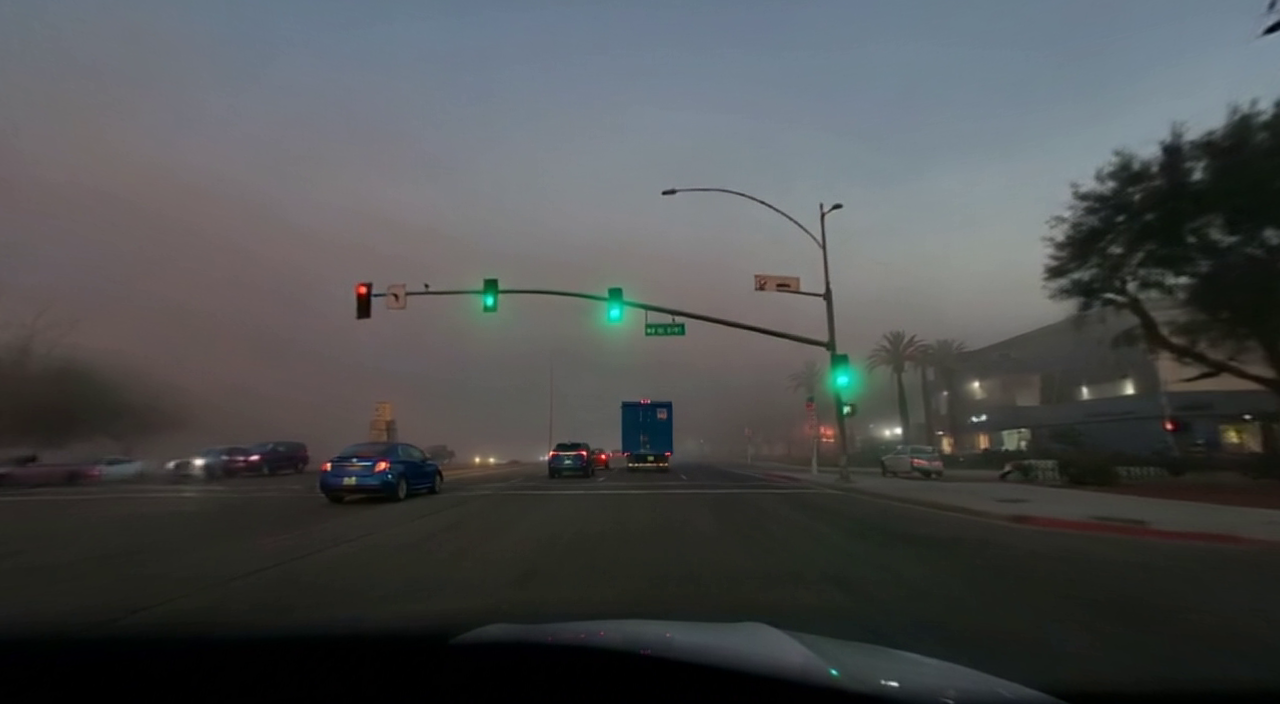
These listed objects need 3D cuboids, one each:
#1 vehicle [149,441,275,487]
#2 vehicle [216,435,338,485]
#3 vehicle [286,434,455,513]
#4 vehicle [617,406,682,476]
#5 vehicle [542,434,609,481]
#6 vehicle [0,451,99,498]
[{"bbox_3d":[-17.784,4.647,26.446,2.004,1.733,4.599,0,-9,0],"label":"vehicle"},{"bbox_3d":[-14.630,4.460,25.723,2.040,1.745,4.899,-3,-11,1],"label":"vehicle"},{"bbox_3d":[-6.351,2.896,15.547,2.045,1.630,4.680,0,-9,1],"label":"vehicle"},{"bbox_3d":[0.470,4.633,32.474,2.993,3.235,6.692,0,-9,1],"label":"vehicle"},{"bbox_3d":[-2.645,4.487,26.988,2.178,1.826,4.933,0,-9,2],"label":"vehicle"},{"bbox_3d":[-21.406,4.135,21.404,1.876,1.479,4.443,0,-9,1],"label":"vehicle"}]
